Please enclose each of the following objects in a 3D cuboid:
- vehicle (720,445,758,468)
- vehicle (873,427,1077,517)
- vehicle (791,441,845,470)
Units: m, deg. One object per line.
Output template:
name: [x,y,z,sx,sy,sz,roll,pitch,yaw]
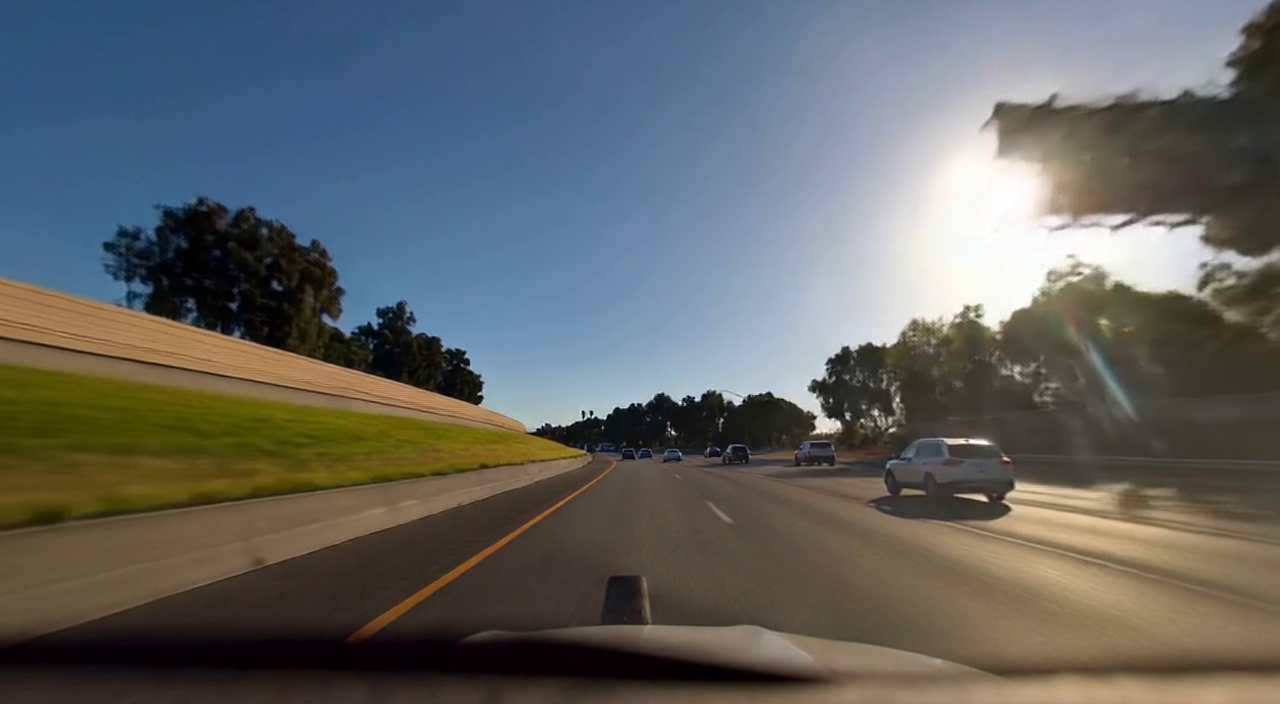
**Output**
vehicle: [6.771,7.159,43.367,1.940,1.482,3.644,1,-8,-2]
vehicle: [7.286,2.636,14.381,2.048,1.697,4.689,0,-8,0]
vehicle: [10.759,6.234,38.167,1.986,1.644,4.126,1,-8,-1]
